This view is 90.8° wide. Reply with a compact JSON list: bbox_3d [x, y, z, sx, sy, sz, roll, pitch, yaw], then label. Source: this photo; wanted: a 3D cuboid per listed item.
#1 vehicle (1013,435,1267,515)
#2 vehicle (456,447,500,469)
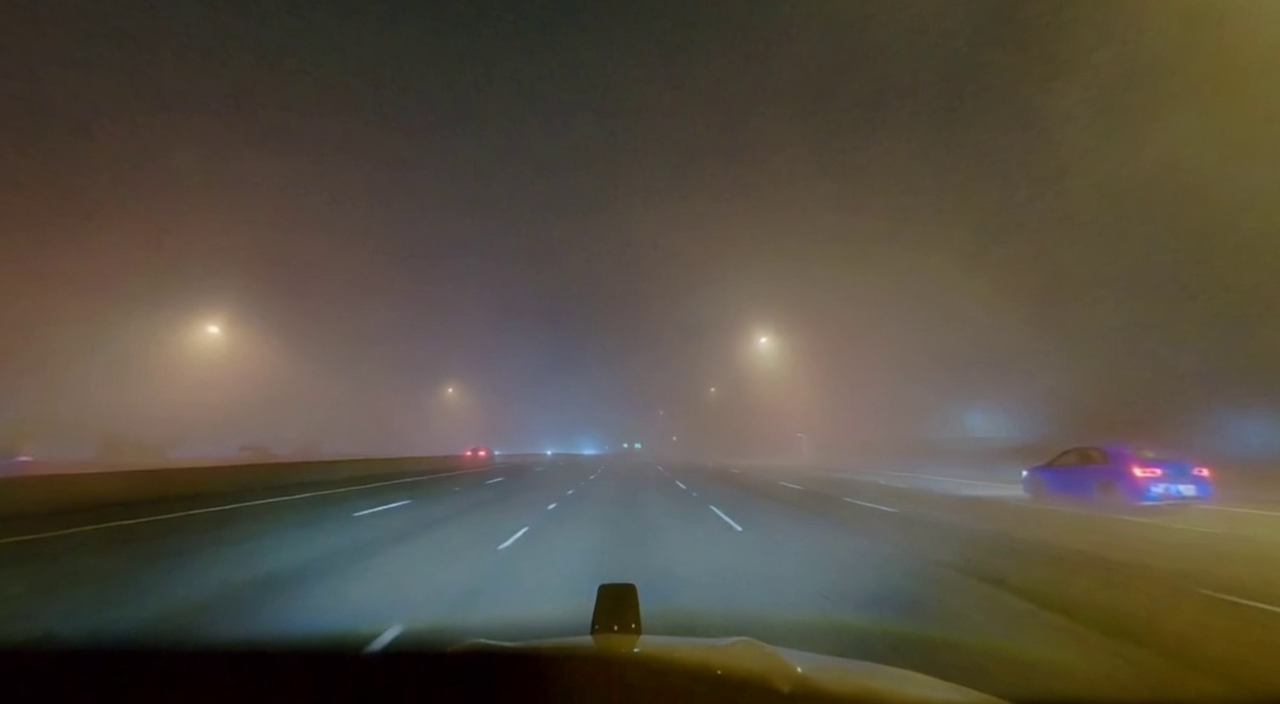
[{"bbox_3d":[10.826,2.669,14.250,1.985,1.493,4.486,0,-9,-1],"label":"vehicle"},{"bbox_3d":[-11.489,7.542,45.064,1.921,1.452,4.429,0,-9,0],"label":"vehicle"}]
